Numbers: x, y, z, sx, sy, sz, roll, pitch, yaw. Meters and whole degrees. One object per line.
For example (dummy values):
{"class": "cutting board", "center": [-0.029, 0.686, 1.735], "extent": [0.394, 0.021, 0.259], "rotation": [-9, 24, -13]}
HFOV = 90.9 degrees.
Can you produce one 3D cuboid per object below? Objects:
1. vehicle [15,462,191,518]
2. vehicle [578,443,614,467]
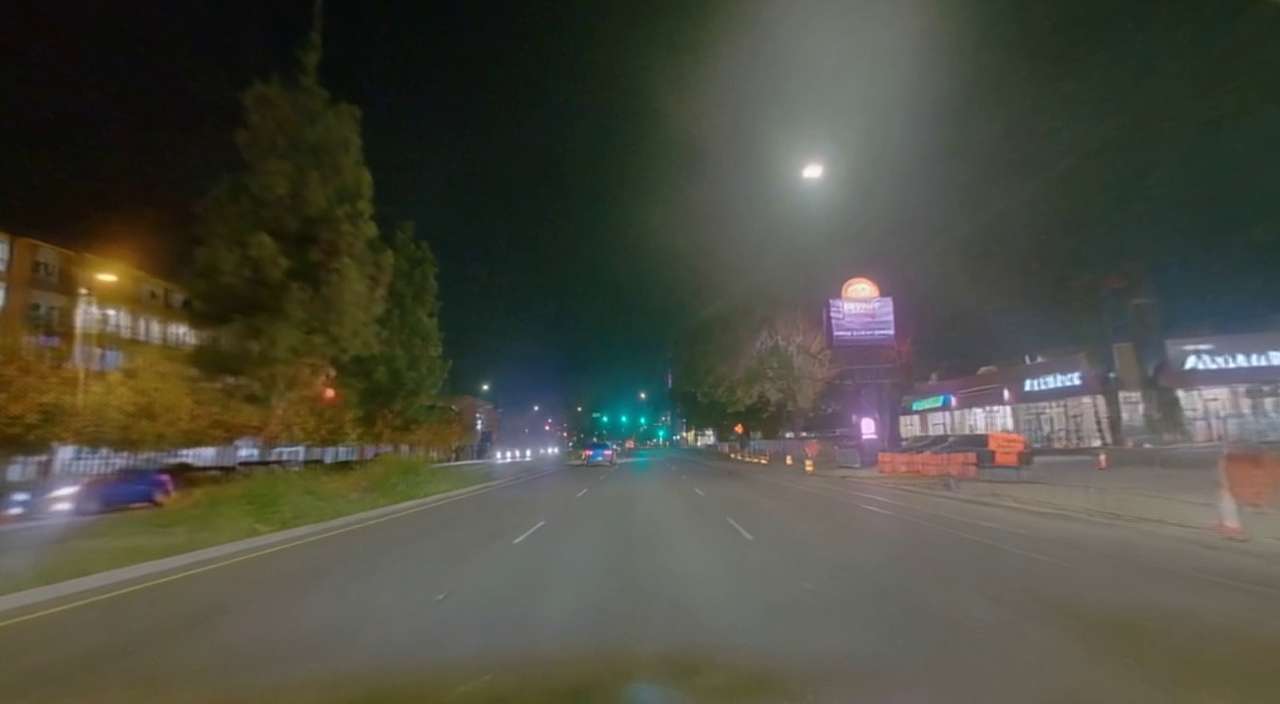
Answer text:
{"class": "vehicle", "center": [-17.961, 4.590, 21.473], "extent": [1.948, 1.535, 4.600], "rotation": [0, -8, 0]}
{"class": "vehicle", "center": [-2.682, 6.407, 39.380], "extent": [1.926, 1.442, 4.231], "rotation": [0, -8, 0]}
